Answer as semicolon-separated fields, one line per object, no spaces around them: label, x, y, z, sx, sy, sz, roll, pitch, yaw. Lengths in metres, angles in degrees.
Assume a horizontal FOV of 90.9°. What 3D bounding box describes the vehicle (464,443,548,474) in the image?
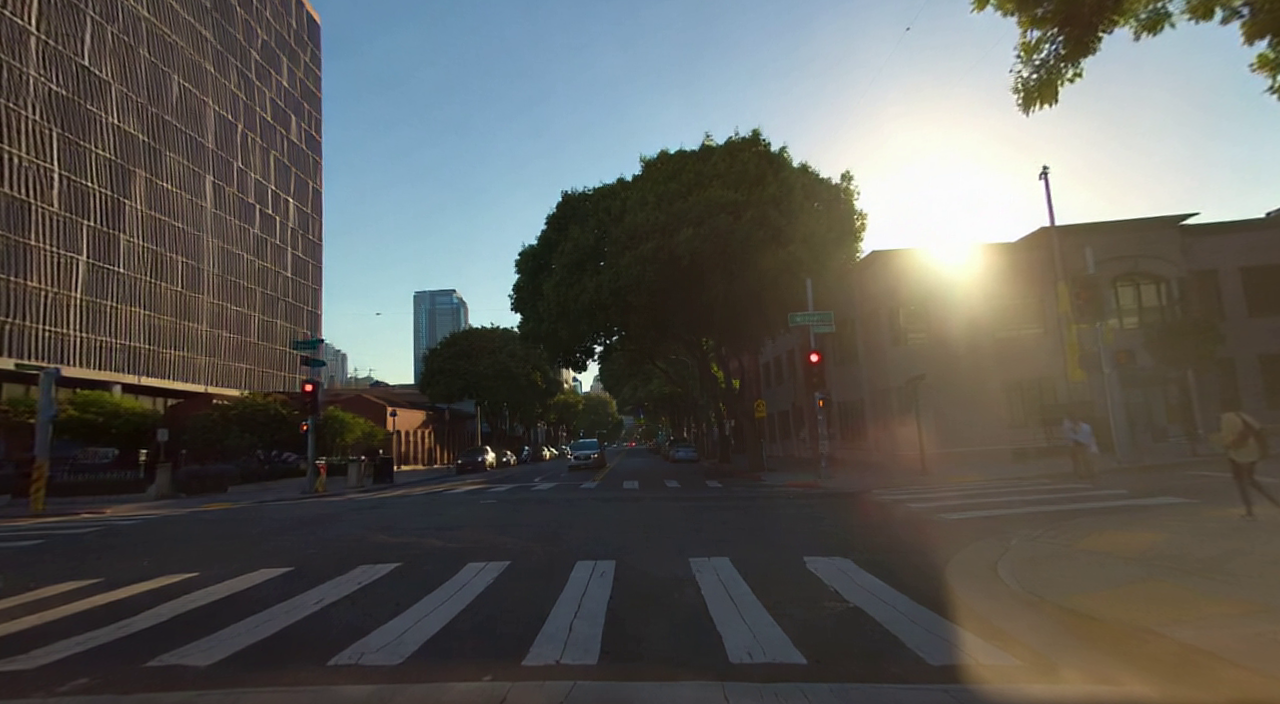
vehicle;-8.018;6.358;38.016;4.526;1.726;1.963;8;-12;-44

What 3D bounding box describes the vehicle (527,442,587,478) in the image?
vehicle;-3.663;4.845;28.641;1.989;1.481;4.500;0;-8;1

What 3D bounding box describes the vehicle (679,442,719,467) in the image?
vehicle;3.552;6.279;38.862;1.853;1.426;4.160;1;-8;-3
